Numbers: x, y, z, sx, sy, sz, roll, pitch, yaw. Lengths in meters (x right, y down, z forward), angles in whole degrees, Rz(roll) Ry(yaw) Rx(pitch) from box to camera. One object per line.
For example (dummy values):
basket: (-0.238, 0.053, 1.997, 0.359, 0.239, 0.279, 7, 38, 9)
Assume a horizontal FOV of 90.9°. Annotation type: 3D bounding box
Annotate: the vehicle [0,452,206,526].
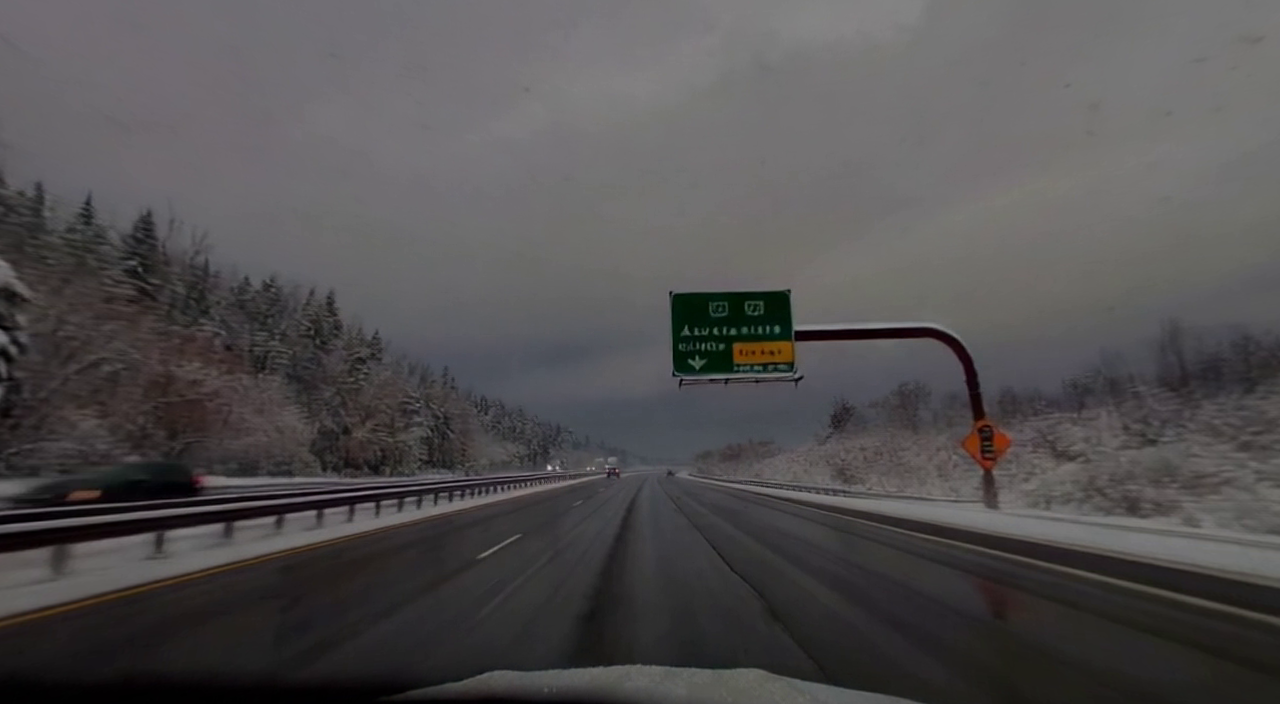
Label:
vehicle: (-12.875, 3.205, 15.114, 1.858, 1.466, 4.258, 1, -11, 0)
